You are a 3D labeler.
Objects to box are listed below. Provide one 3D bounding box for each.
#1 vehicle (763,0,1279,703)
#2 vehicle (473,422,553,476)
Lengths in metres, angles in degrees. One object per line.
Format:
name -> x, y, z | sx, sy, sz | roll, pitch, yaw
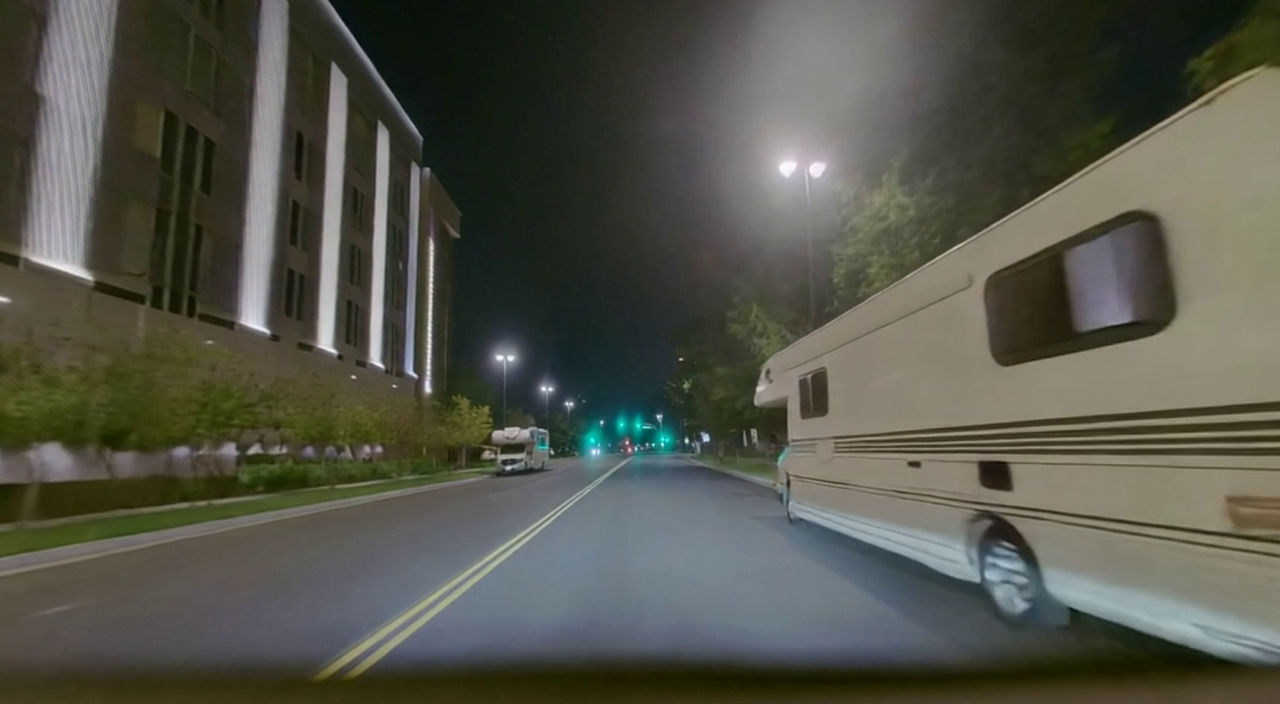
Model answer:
vehicle -> 3.762, 0.756, 6.442 | 3.074, 3.099, 8.805 | 1, -8, -1
vehicle -> -7.068, 5.488, 36.271 | 3.108, 2.771, 7.999 | 0, -7, -1
